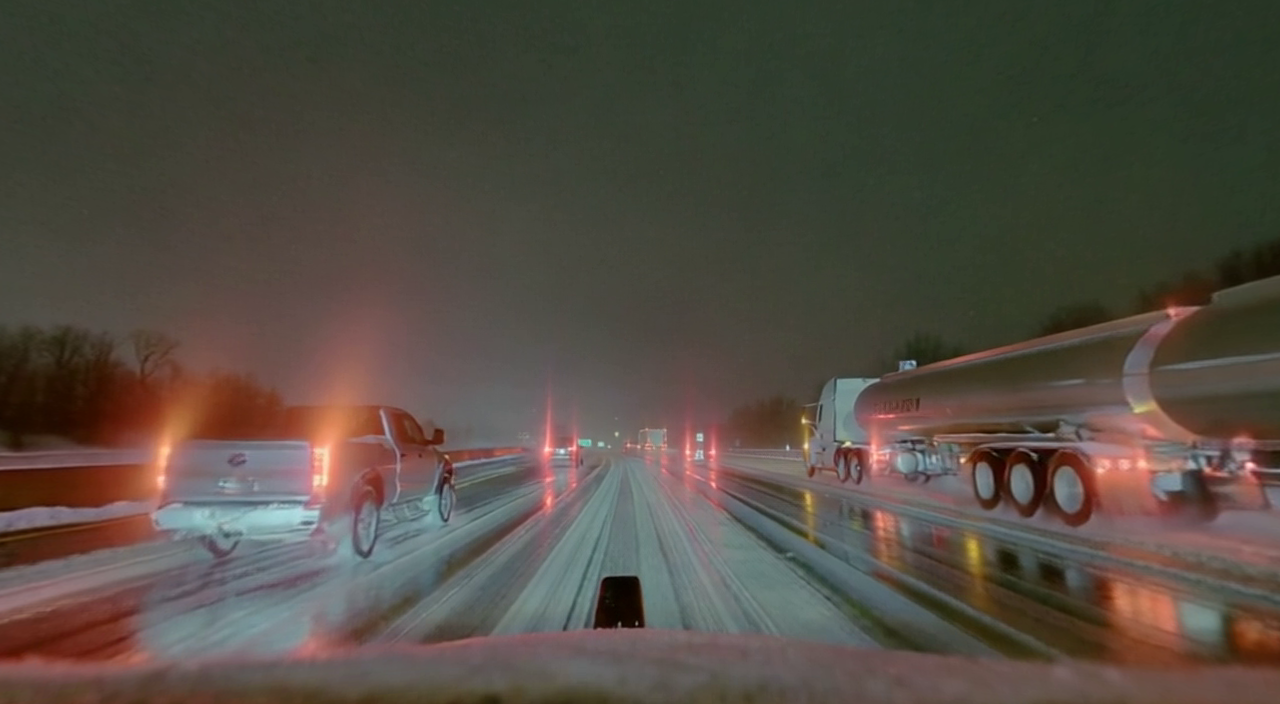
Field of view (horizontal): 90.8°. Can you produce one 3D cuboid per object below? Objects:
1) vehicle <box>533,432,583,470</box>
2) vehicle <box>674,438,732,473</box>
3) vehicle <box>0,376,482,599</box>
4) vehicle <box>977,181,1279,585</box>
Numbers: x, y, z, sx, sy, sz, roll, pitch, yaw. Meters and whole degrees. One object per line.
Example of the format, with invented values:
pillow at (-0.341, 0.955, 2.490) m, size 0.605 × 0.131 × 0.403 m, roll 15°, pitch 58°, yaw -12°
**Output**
vehicle at (-4.176, 5.131, 32.853) m, size 2.149 × 1.843 × 4.348 m, roll 0°, pitch -8°, yaw -2°
vehicle at (2.900, 4.895, 29.994) m, size 2.053 × 1.510 × 4.400 m, roll 0°, pitch -8°, yaw -3°
vehicle at (-4.138, 1.548, 8.194) m, size 2.684 × 1.839 × 5.803 m, roll 0°, pitch -8°, yaw 0°
vehicle at (7.490, 0.257, 5.509) m, size 3.554 × 3.573 × 10.307 m, roll 0°, pitch -8°, yaw 1°
